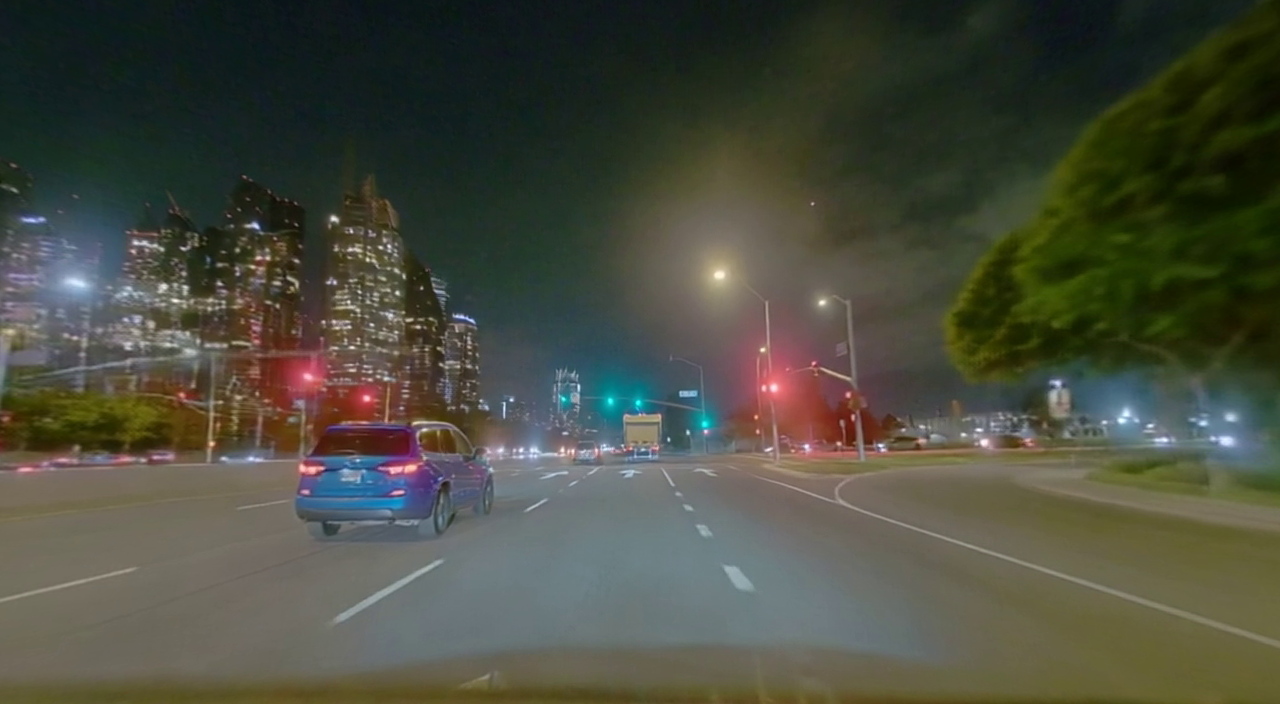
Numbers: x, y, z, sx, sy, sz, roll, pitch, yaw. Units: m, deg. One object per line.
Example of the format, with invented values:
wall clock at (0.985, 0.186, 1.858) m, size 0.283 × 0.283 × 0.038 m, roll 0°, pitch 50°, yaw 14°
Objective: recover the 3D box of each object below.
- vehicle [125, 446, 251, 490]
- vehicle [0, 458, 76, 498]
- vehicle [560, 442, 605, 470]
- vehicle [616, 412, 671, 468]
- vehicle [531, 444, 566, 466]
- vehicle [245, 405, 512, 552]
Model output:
vehicle at (-18.317, 4.686, 25.738) m, size 1.963 × 1.643 × 4.221 m, roll 0°, pitch -9°, yaw 1°
vehicle at (-28.863, 5.705, 28.558) m, size 2.028 × 1.652 × 4.607 m, roll 0°, pitch -9°, yaw 1°
vehicle at (-3.154, 5.832, 35.422) m, size 2.023 × 1.483 × 4.143 m, roll 0°, pitch -9°, yaw 2°
vehicle at (0.256, 5.289, 37.570) m, size 2.993 × 3.051 × 6.692 m, roll 0°, pitch -9°, yaw 1°
vehicle at (-6.660, 7.537, 46.144) m, size 1.933 × 1.477 × 4.119 m, roll 0°, pitch -9°, yaw 1°
vehicle at (-3.791, 1.956, 10.408) m, size 2.178 × 1.826 × 4.933 m, roll 0°, pitch -9°, yaw 2°
